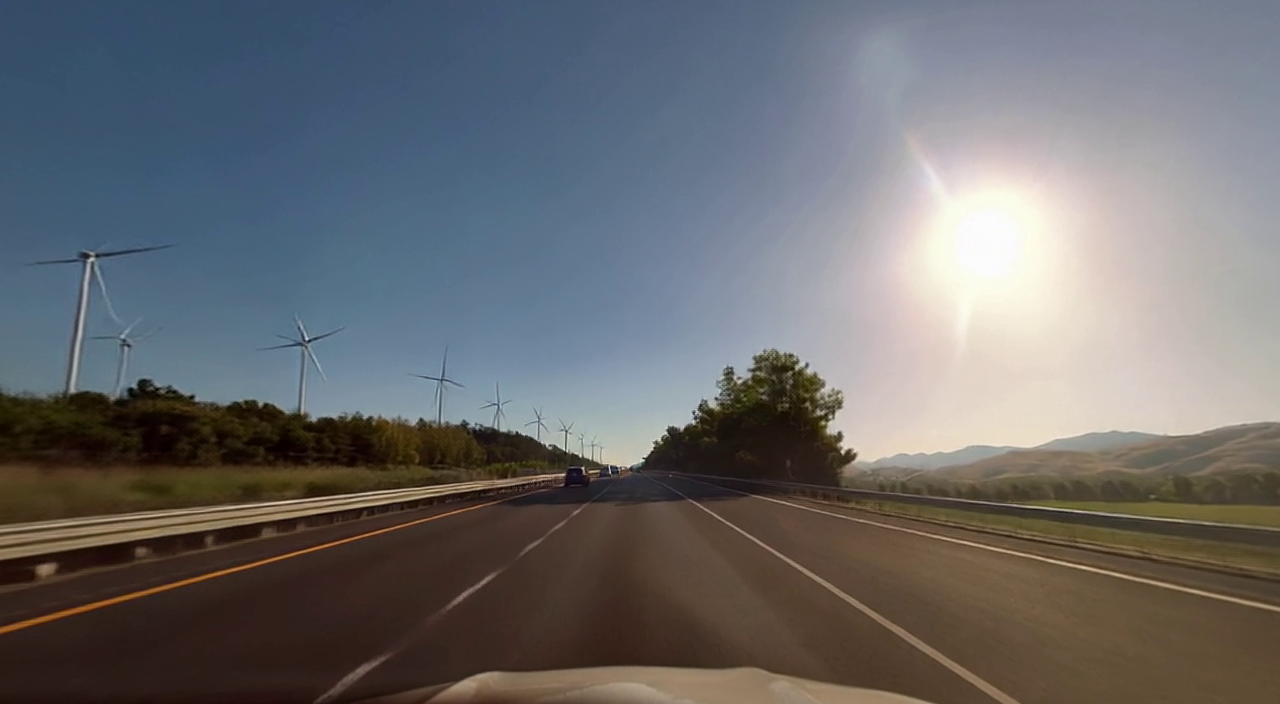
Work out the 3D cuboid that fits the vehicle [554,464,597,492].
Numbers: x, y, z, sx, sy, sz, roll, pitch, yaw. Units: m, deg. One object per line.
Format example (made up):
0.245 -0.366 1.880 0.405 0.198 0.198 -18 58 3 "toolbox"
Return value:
-3.616 7.137 35.734 2.001 1.486 4.104 1 -10 0 "vehicle"
